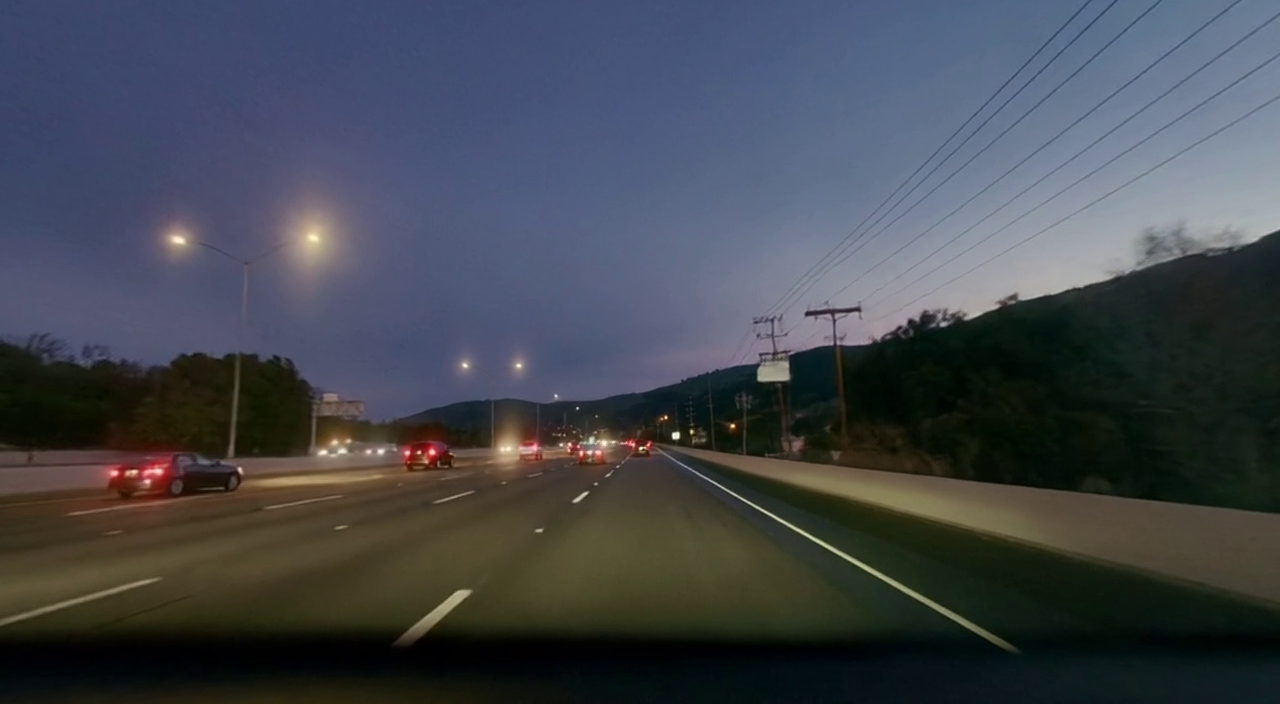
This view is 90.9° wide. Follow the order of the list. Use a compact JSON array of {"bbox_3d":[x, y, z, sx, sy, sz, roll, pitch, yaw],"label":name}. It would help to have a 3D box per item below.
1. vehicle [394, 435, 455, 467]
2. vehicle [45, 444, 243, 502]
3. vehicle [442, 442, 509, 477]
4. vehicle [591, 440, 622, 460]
[{"bbox_3d":[-14.235,6.571,41.927,2.172,1.946,5.017,0,-9,1],"label":"vehicle"},{"bbox_3d":[-14.379,3.508,18.774,1.885,1.474,4.849,0,-9,1],"label":"vehicle"},{"bbox_3d":[-7.467,4.892,29.010,1.899,1.472,4.202,0,-9,1],"label":"vehicle"},{"bbox_3d":[-2.518,7.526,48.311,2.064,1.446,4.409,0,-9,1],"label":"vehicle"}]
